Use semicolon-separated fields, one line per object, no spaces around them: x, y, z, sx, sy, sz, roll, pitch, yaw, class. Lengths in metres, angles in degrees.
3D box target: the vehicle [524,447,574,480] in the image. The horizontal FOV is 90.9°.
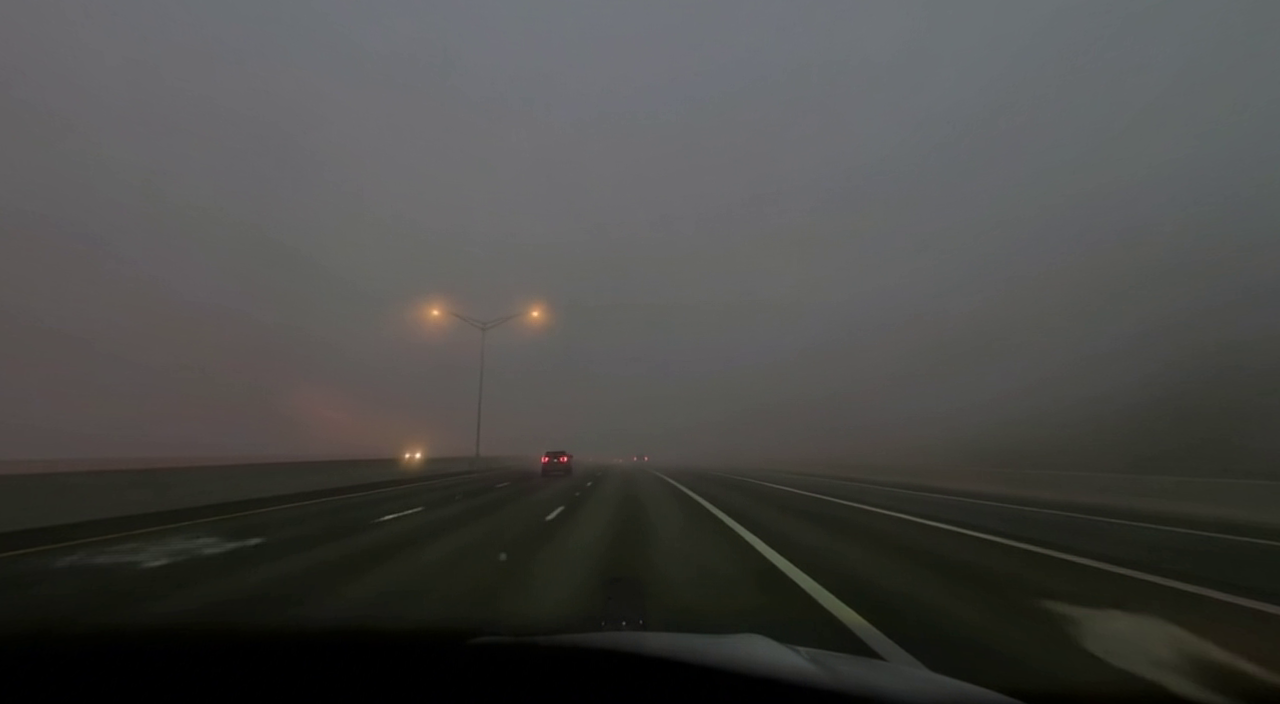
-4.495;5.552;31.732;2.014;1.481;4.156;0;-8;-2;vehicle
